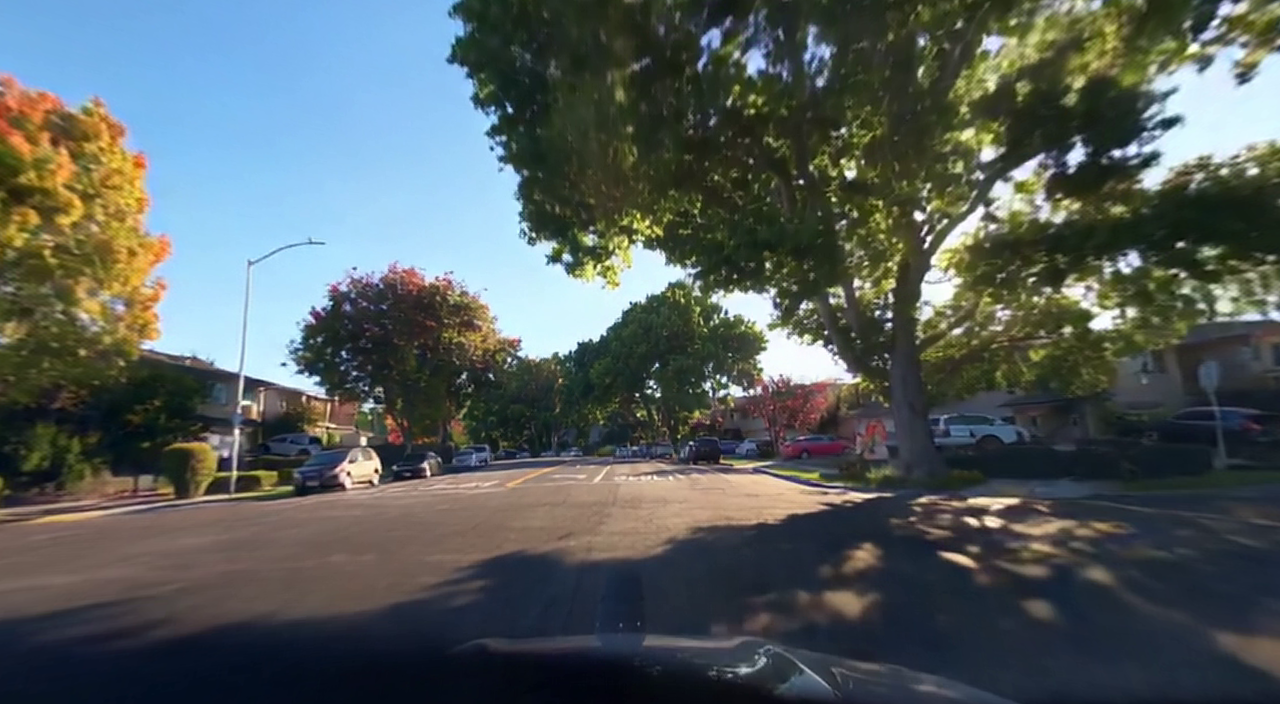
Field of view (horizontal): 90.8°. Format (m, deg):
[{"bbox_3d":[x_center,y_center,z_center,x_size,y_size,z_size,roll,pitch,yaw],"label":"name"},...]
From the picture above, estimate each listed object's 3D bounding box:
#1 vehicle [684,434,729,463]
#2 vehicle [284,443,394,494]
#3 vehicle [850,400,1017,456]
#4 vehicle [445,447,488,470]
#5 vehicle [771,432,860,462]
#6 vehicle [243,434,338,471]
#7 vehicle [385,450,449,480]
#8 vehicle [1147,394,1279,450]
[{"bbox_3d":[4.330,6.389,41.893,2.184,1.770,4.651,1,-9,-4],"label":"vehicle"},{"bbox_3d":[-11.525,4.449,24.592,2.037,1.755,4.434,0,-8,0],"label":"vehicle"},{"bbox_3d":[12.892,3.510,28.125,6.244,2.050,2.209,-9,-13,37],"label":"vehicle"},{"bbox_3d":[-12.105,7.429,44.348,2.012,1.478,4.661,1,-9,-4],"label":"vehicle"},{"bbox_3d":[10.124,5.535,36.674,4.512,1.477,1.927,-2,-9,-3],"label":"vehicle"},{"bbox_3d":[-21.513,6.154,38.946,4.828,2.134,2.187,-2,-9,16],"label":"vehicle"},{"bbox_3d":[-11.517,5.846,32.960,1.948,1.410,4.361,0,-9,-3],"label":"vehicle"},{"bbox_3d":[22.577,2.682,23.962,4.831,2.013,2.082,0,-9,-2],"label":"vehicle"}]
